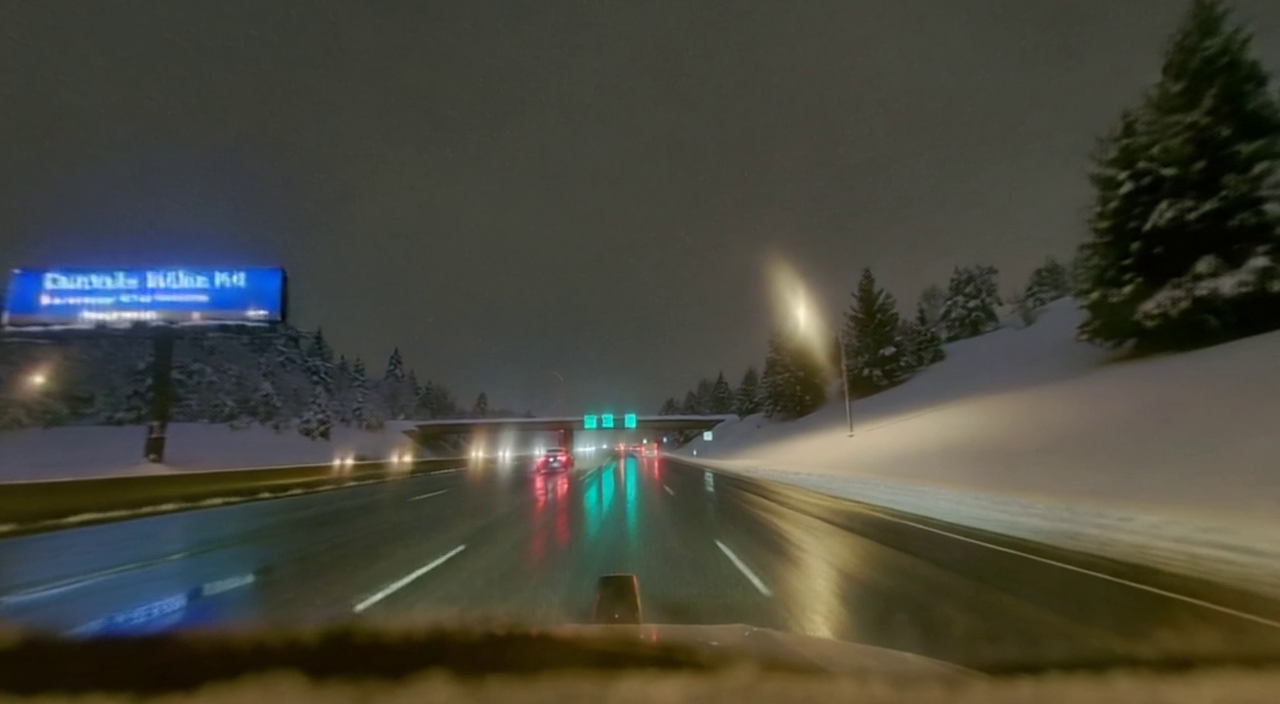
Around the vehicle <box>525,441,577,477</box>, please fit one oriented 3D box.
[{"bbox_3d":[-4.603,5.591,33.289,2.102,1.727,4.704,0,-9,0],"label":"vehicle"}]
